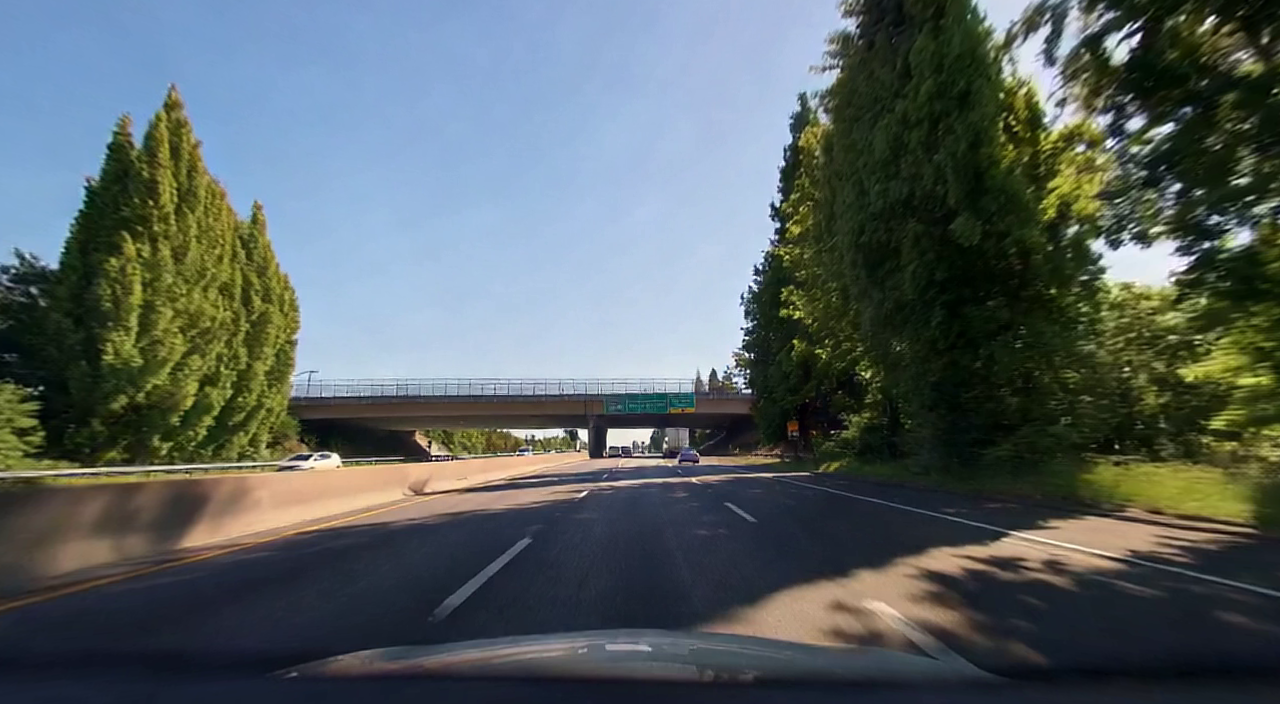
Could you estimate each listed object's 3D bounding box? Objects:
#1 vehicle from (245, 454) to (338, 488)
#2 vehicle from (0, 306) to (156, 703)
[{"bbox_3d":[-15.976,5.438,29.221,1.818,1.418,4.297,0,-9,1],"label":"vehicle"},{"bbox_3d":[-3.368,0.492,0.556,2.238,1.792,4.518,0,-9,0],"label":"vehicle"}]
